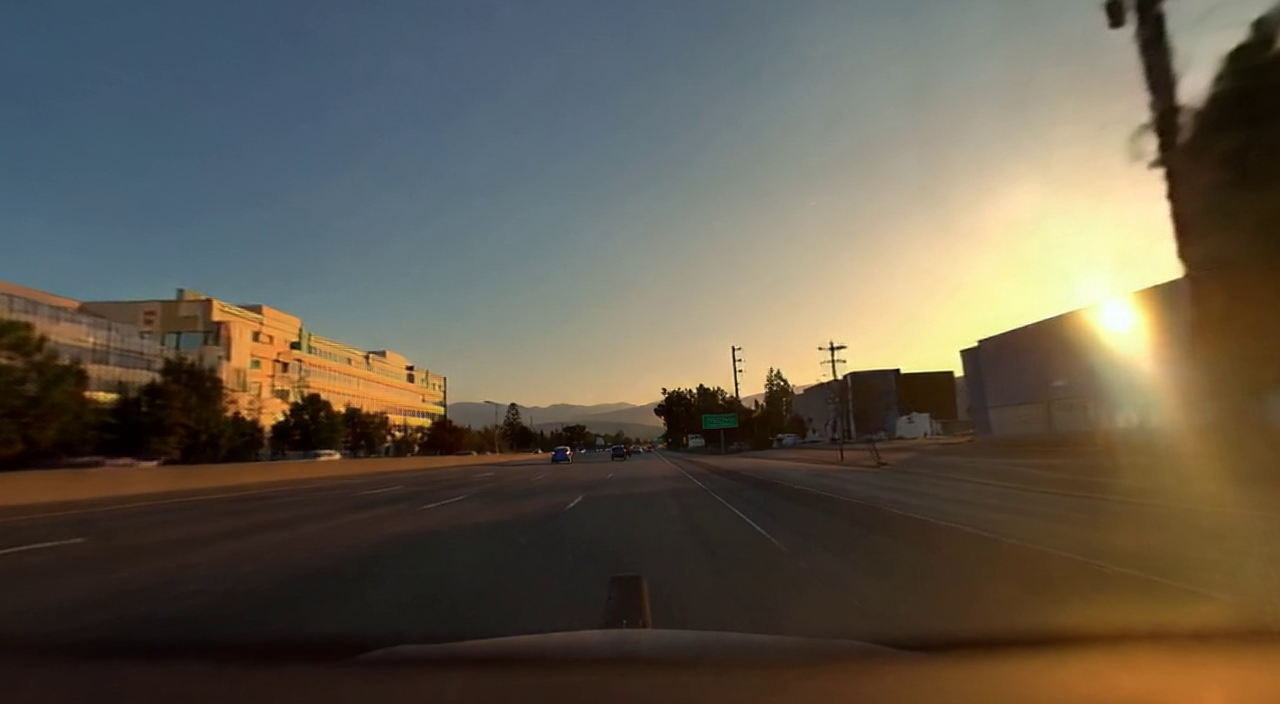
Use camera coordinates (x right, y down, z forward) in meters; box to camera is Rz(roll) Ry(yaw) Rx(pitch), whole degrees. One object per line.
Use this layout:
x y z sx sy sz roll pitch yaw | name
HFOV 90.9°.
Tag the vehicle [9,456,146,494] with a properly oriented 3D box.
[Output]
-24.592 5.349 27.833 1.835 1.448 4.499 0 -8 1 | vehicle
